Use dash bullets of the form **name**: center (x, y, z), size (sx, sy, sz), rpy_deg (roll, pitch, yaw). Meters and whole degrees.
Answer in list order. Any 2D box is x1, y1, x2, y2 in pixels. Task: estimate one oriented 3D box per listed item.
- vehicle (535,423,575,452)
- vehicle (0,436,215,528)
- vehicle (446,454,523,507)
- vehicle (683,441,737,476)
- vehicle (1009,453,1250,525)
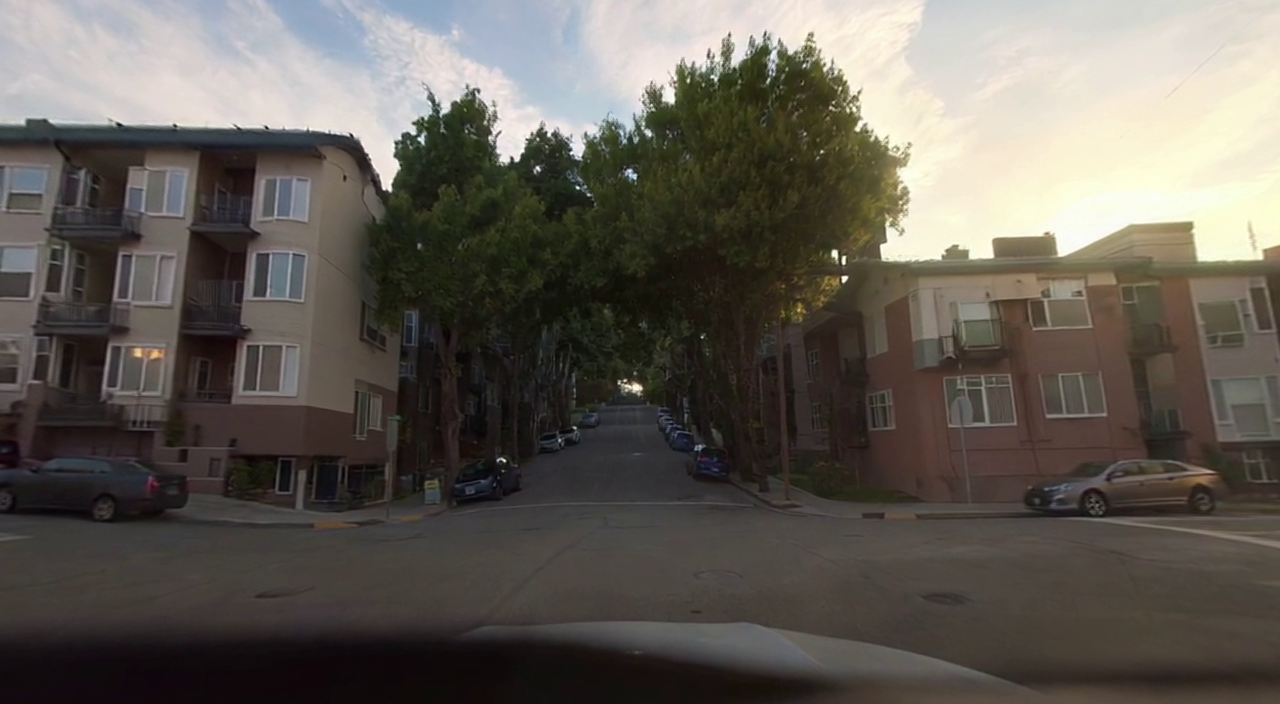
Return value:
- **vehicle**: center (-6.153, 6.203, 45.993), size (2.101, 1.732, 4.119), rpy_deg (-3, -4, 3)
- **vehicle**: center (-13.941, 3.383, 16.402), size (4.243, 1.676, 1.844), rpy_deg (7, -13, 1)
- **vehicle**: center (-5.851, 4.843, 24.264), size (1.987, 1.662, 4.141), rpy_deg (-2, -7, -1)
- **vehicle**: center (3.430, 5.308, 31.949), size (2.051, 1.526, 4.673), rpy_deg (0, -7, -2)
- **vehicle**: center (12.520, 3.489, 16.408), size (4.596, 1.690, 1.972), rpy_deg (0, -8, -1)
